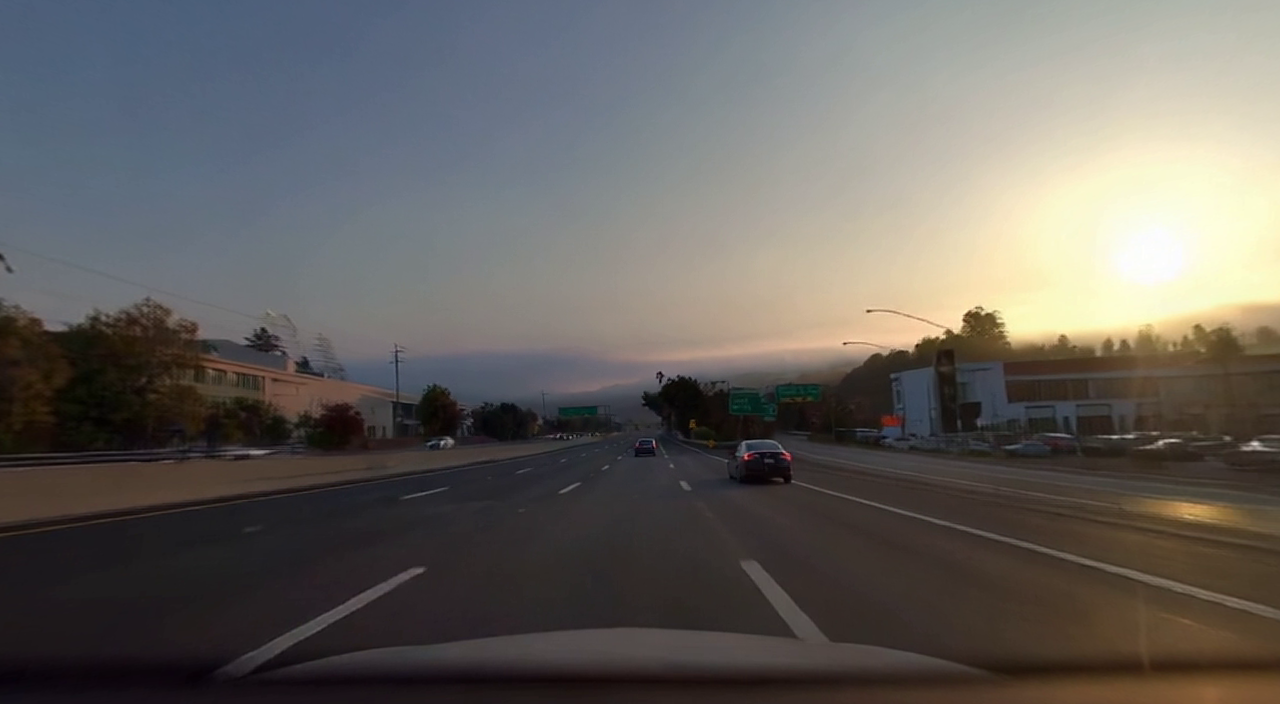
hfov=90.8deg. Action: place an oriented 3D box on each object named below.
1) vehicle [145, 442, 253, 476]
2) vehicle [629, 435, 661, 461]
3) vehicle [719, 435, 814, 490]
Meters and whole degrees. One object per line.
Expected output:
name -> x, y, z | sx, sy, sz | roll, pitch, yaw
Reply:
vehicle -> -21.176, 5.133, 30.608 | 1.985, 1.534, 4.396 | 0, -9, 1
vehicle -> 0.367, 6.690, 44.193 | 2.127, 1.692, 4.382 | 0, -9, 1
vehicle -> 3.826, 3.443, 19.982 | 2.029, 1.528, 4.644 | 0, -9, 0
